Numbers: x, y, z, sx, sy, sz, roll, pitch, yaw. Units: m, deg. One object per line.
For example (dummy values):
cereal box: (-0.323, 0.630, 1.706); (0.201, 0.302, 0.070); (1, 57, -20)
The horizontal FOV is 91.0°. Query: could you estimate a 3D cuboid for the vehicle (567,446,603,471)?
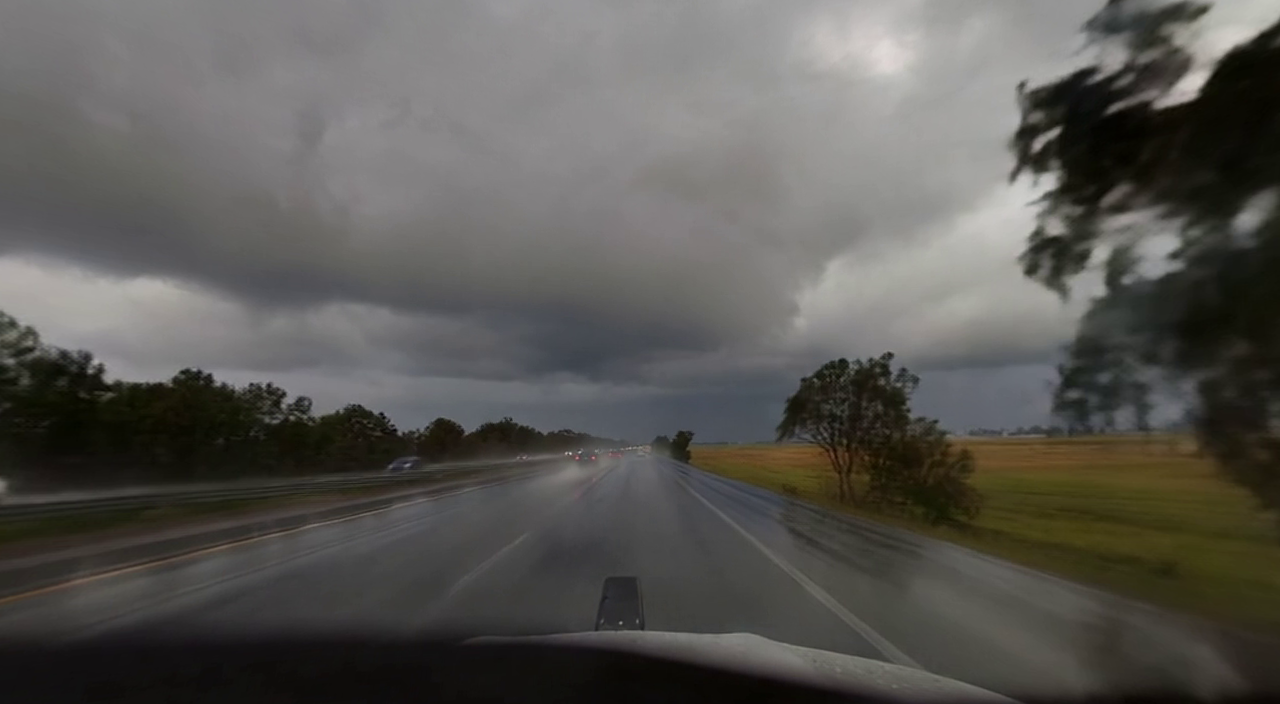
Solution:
vehicle: (-3.950, 7.749, 45.809); (2.132, 1.701, 4.303); (0, -9, 1)
